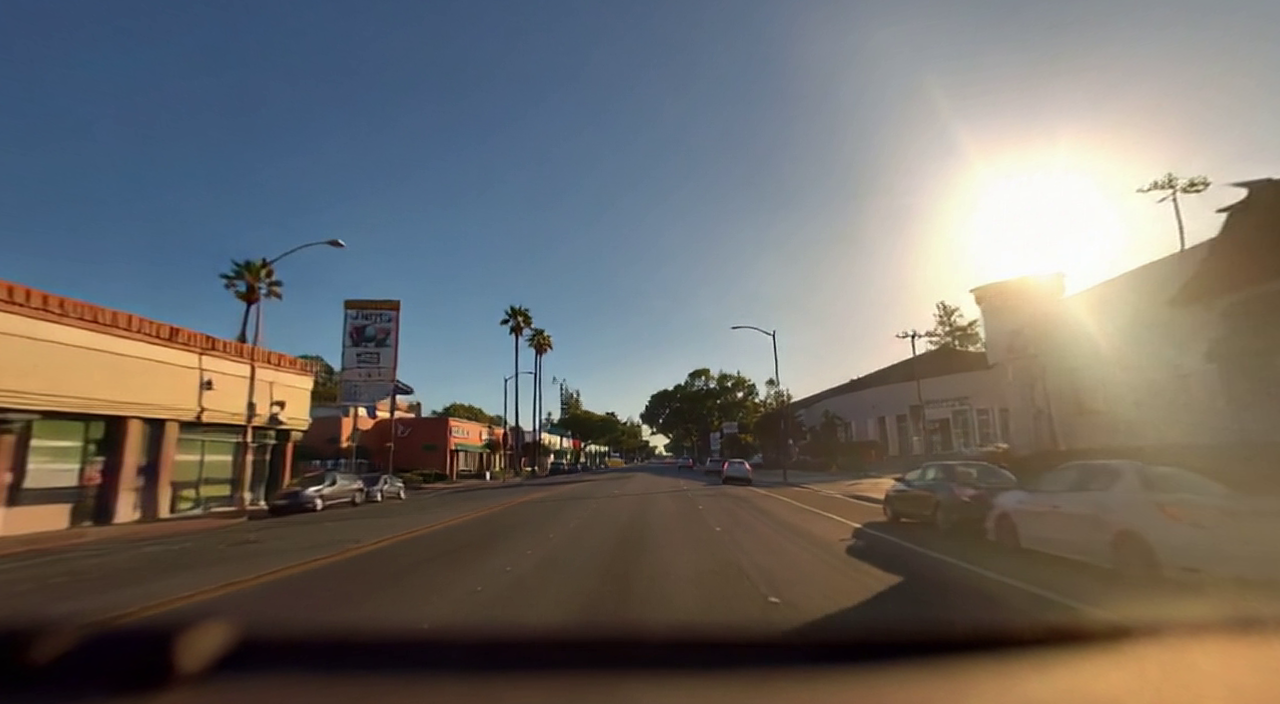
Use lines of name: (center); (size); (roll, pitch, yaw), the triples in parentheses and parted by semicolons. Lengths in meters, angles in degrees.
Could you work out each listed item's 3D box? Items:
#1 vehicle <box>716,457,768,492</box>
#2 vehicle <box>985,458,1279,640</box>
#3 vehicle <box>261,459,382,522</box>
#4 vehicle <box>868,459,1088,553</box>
vehicle: (4.724, 5.705, 29.807); (2.067, 1.477, 4.653); (-1, -9, 5)
vehicle: (6.314, 2.049, 7.612); (1.834, 1.504, 4.331); (0, -9, 0)
vehicle: (-12.112, 5.234, 24.549); (1.949, 2.026, 5.141); (1, -8, 0)
vehicle: (6.407, 2.935, 12.756); (1.932, 1.490, 4.598); (0, -9, 1)
